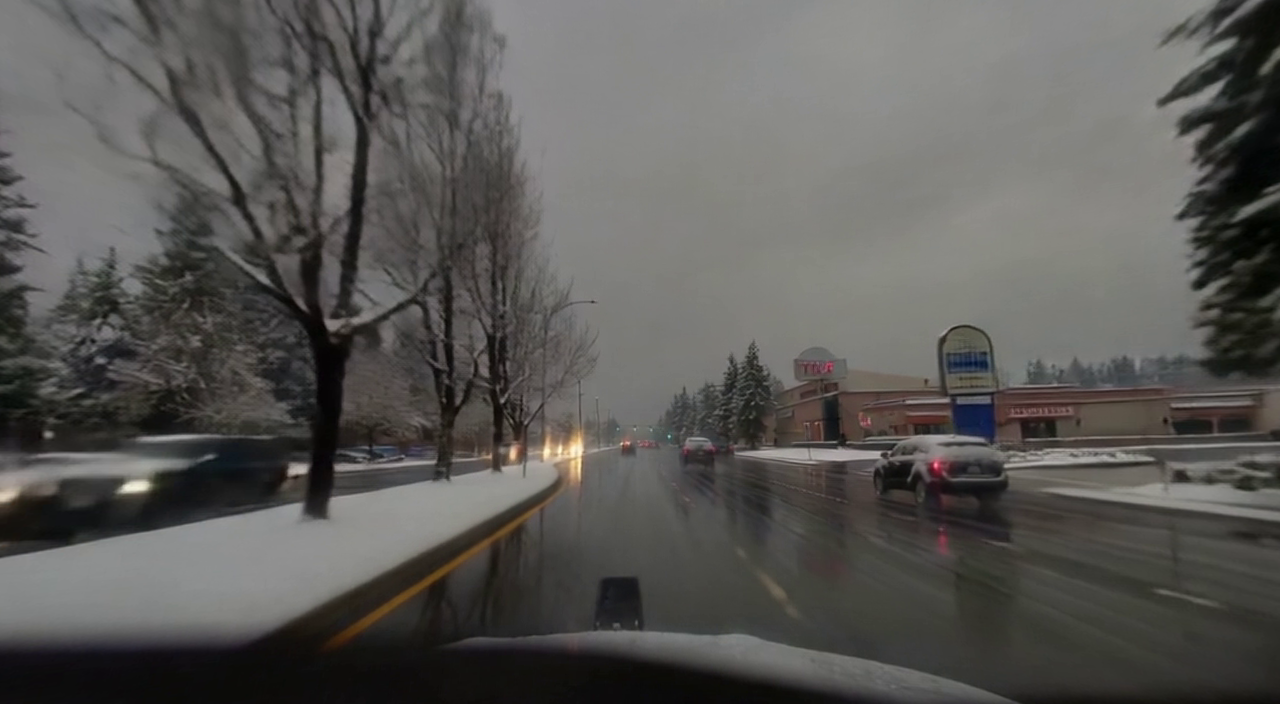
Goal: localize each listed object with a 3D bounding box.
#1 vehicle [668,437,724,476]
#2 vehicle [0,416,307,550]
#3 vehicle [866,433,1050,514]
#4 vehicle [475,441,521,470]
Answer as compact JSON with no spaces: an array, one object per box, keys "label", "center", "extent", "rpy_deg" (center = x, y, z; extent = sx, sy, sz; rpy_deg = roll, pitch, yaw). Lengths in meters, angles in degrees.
[{"label":"vehicle","center":[2.558,4.897,29.716],"extent":[2.161,1.676,4.151],"rpy_deg":[1,-9,-2]},{"label":"vehicle","center":[-9.063,2.342,12.072],"extent":[2.234,1.922,5.699],"rpy_deg":[0,-9,0]},{"label":"vehicle","center":[6.831,2.636,14.127],"extent":[1.886,1.528,4.169],"rpy_deg":[0,-9,-1]},{"label":"vehicle","center":[-9.560,6.994,42.801],"extent":[2.118,1.838,4.737],"rpy_deg":[0,-9,-1]}]
